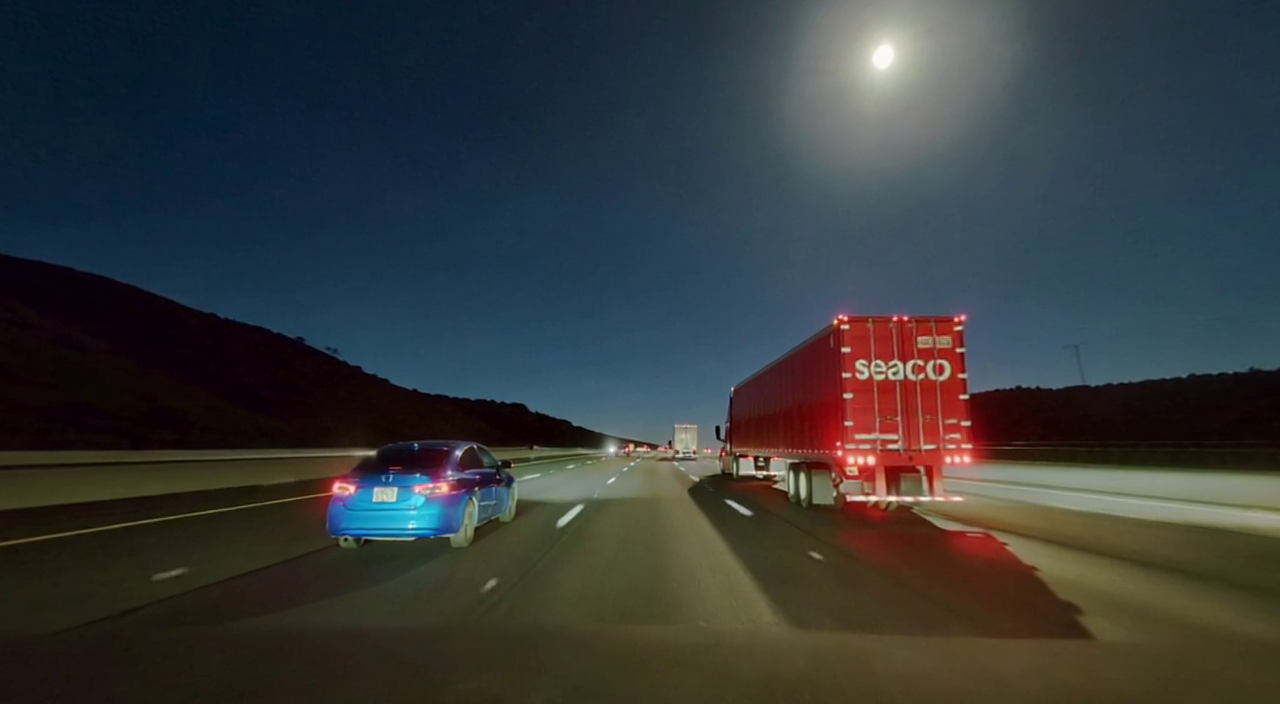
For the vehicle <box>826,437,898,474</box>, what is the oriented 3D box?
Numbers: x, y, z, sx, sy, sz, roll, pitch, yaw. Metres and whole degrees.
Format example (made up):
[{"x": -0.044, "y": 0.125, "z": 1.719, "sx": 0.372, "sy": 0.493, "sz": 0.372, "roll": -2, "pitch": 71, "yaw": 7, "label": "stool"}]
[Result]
[{"x": 11.292, "y": 5.296, "z": 32.308, "sx": 2.062, "sy": 1.736, "sz": 4.589, "roll": 0, "pitch": -8, "yaw": 0, "label": "vehicle"}]

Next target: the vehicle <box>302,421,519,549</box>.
[{"x": -3.303, "y": 1.987, "z": 10.009, "sx": 1.967, "sy": 1.615, "sz": 3.886, "roll": 0, "pitch": -8, "yaw": 0, "label": "vehicle"}]
